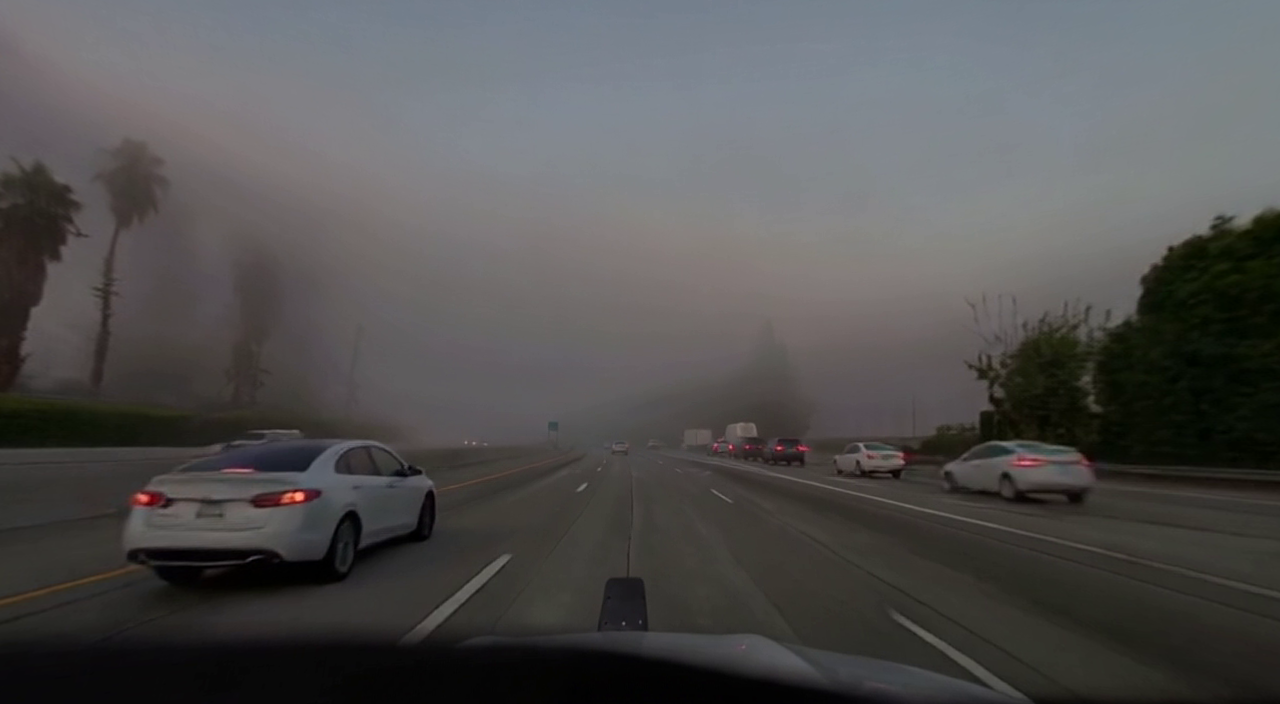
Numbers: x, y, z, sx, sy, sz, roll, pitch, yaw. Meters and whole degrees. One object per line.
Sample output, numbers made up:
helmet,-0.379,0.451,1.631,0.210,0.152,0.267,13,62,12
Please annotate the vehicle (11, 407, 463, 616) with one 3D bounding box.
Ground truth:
vehicle,-3.609,1.495,6.858,2.109,1.536,4.174,0,-8,0

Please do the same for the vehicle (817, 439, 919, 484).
vehicle,8.300,4.008,23.444,1.984,1.477,4.385,0,-8,-2

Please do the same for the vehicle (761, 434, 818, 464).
vehicle,8.370,5.482,35.785,1.957,1.584,4.272,0,-8,-4

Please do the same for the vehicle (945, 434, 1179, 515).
vehicle,8.860,2.589,13.903,1.922,1.456,4.626,0,-8,-1

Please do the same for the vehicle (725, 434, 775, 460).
vehicle,7.598,6.664,44.350,2.345,1.637,5.558,0,-8,-2
